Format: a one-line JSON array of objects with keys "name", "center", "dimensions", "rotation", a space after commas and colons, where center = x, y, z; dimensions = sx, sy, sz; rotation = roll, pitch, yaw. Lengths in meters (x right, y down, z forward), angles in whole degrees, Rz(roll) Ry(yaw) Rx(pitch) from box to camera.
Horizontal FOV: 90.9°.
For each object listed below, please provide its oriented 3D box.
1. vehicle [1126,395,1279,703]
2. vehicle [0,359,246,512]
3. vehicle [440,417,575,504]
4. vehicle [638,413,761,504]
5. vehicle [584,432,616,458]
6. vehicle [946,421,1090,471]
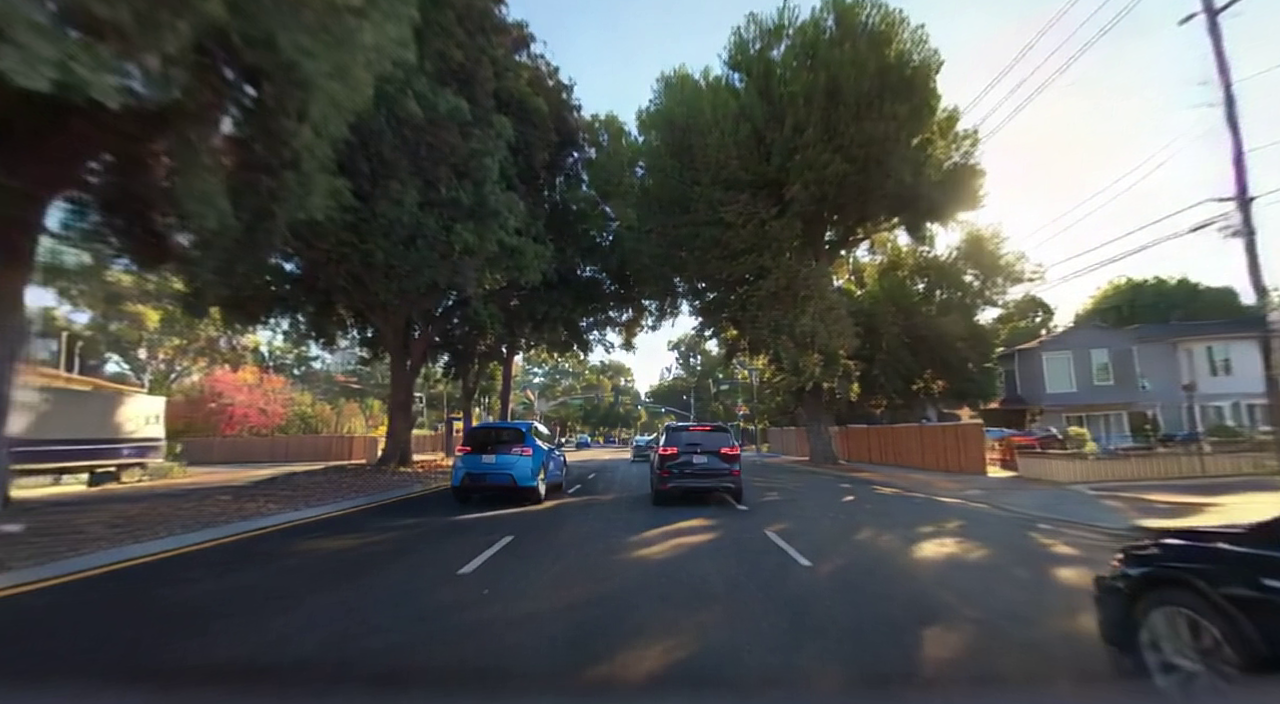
[{"name": "vehicle", "center": [3.543, 0.697, 0.944], "dimensions": [2.017, 1.491, 4.611], "rotation": [0, -8, 1]}, {"name": "vehicle", "center": [-15.109, 2.213, 16.427], "dimensions": [2.901, 3.276, 9.720], "rotation": [0, -8, 3]}, {"name": "vehicle", "center": [-2.827, 2.463, 14.717], "dimensions": [2.043, 1.687, 4.676], "rotation": [0, -8, 1]}, {"name": "vehicle", "center": [1.151, 2.391, 14.502], "dimensions": [2.280, 1.747, 4.361], "rotation": [0, -8, -2]}, {"name": "vehicle", "center": [-2.916, 6.832, 46.282], "dimensions": [2.014, 1.755, 4.360], "rotation": [0, -8, 1]}, {"name": "vehicle", "center": [15.974, 3.953, 27.008], "dimensions": [2.032, 1.877, 4.876], "rotation": [1, -7, -25]}]
